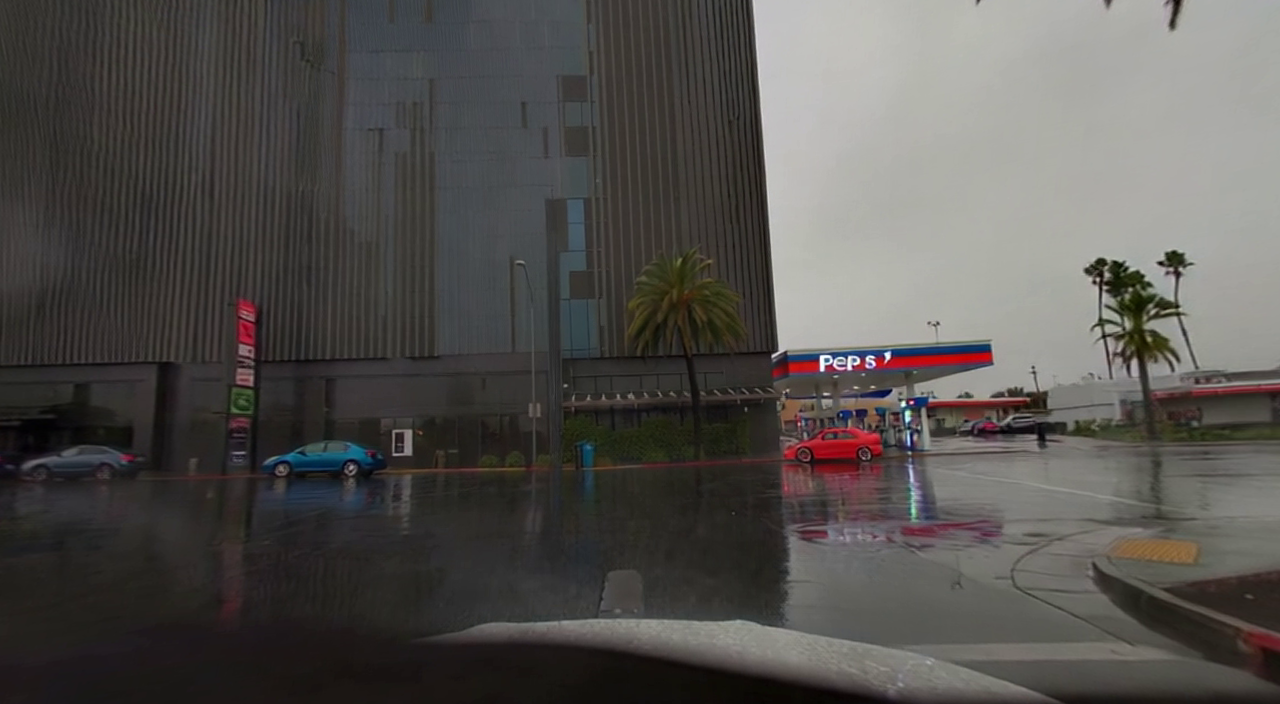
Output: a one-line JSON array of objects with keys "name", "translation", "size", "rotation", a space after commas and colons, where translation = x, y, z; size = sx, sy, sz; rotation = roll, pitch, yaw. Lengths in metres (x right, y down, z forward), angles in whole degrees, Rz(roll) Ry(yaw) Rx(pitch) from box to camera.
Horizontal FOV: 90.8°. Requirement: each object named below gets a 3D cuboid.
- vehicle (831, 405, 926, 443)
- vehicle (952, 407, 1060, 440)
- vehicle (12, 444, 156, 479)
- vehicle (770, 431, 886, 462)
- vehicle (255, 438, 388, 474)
[{"name": "vehicle", "translation": [16.128, 4.931, 42.912], "size": [5.524, 2.504, 2.196], "rotation": [1, -9, -3]}, {"name": "vehicle", "translation": [28.582, 5.604, 49.482], "size": [7.026, 2.329, 2.545], "rotation": [1, -6, -4]}, {"name": "vehicle", "translation": [-23.608, 4.667, 26.948], "size": [4.321, 1.430, 1.775], "rotation": [0, -9, -2]}, {"name": "vehicle", "translation": [8.599, 4.372, 29.098], "size": [4.782, 1.371, 1.763], "rotation": [1, -9, -5]}, {"name": "vehicle", "translation": [-13.929, 4.570, 27.799], "size": [4.857, 1.497, 1.811], "rotation": [0, -9, 2]}]
